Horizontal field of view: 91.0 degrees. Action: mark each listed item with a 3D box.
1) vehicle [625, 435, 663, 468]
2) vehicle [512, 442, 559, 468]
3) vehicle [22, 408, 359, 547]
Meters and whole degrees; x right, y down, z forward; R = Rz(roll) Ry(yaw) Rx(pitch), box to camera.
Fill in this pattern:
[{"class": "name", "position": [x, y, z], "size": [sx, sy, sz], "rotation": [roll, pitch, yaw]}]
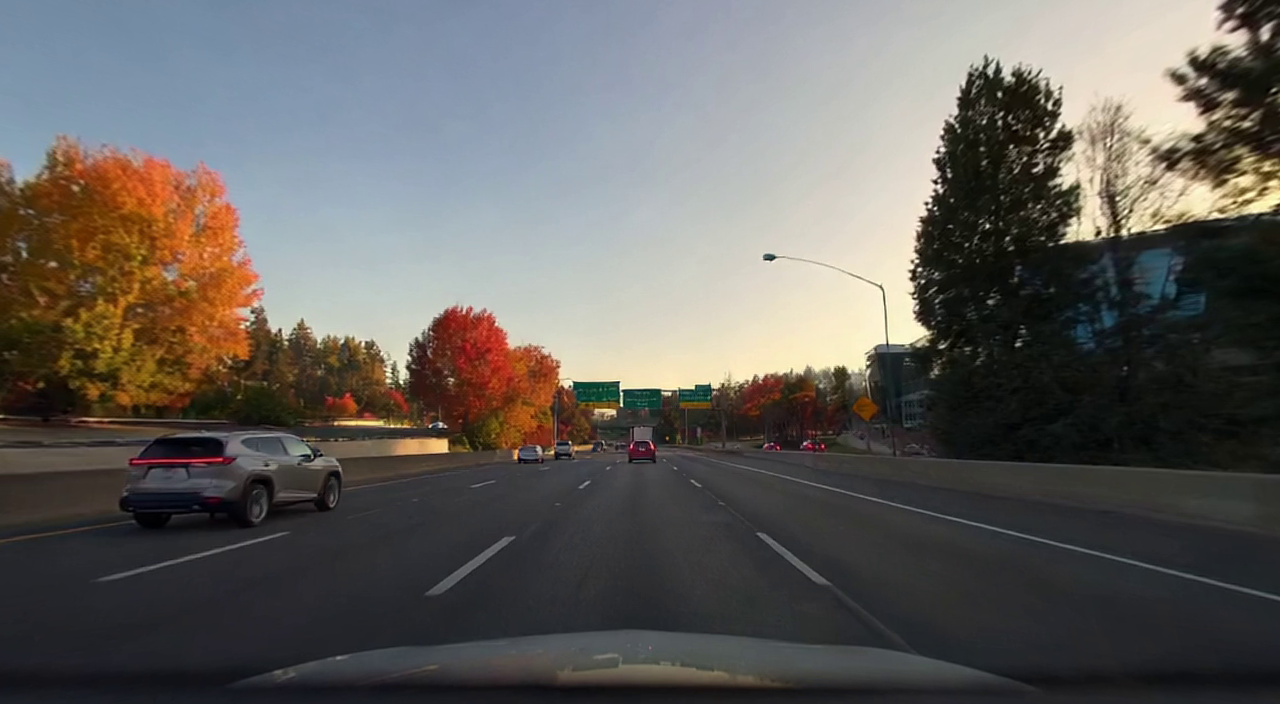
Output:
[{"class": "vehicle", "position": [0.224, 6.123, 38.947], "size": [2.245, 1.863, 4.801], "rotation": [0, -9, 0]}, {"class": "vehicle", "position": [-6.417, 6.363, 39.149], "size": [2.074, 1.495, 4.643], "rotation": [0, -9, 1]}, {"class": "vehicle", "position": [-7.136, 2.052, 10.973], "size": [2.146, 1.834, 4.999], "rotation": [0, -9, 0]}]
